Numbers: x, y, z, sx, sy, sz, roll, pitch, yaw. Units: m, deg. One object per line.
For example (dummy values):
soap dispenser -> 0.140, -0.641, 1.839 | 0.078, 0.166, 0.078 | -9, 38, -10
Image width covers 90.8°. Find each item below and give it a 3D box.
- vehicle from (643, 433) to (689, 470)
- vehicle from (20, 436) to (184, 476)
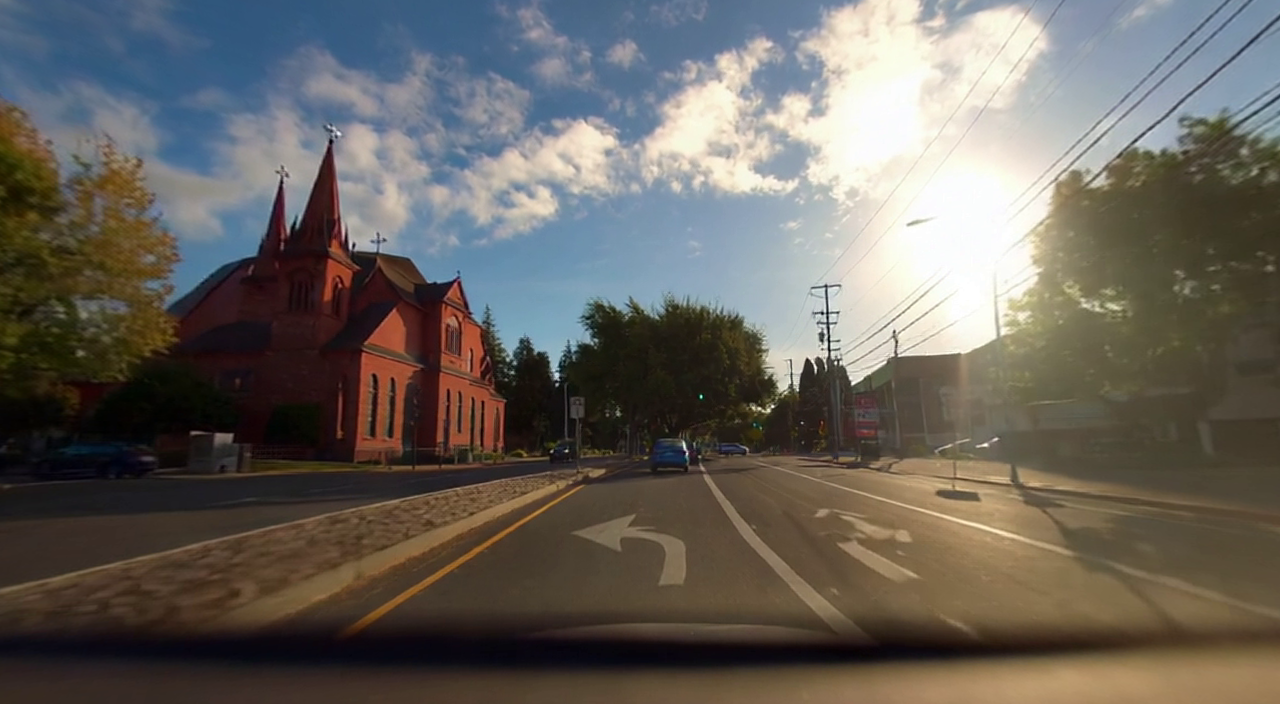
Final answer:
vehicle -> 1.274, 4.689, 29.892 | 2.032, 1.621, 4.082 | -1, -8, 4
vehicle -> -21.464, 4.141, 25.492 | 4.430, 1.493, 2.210 | 3, -9, -19
